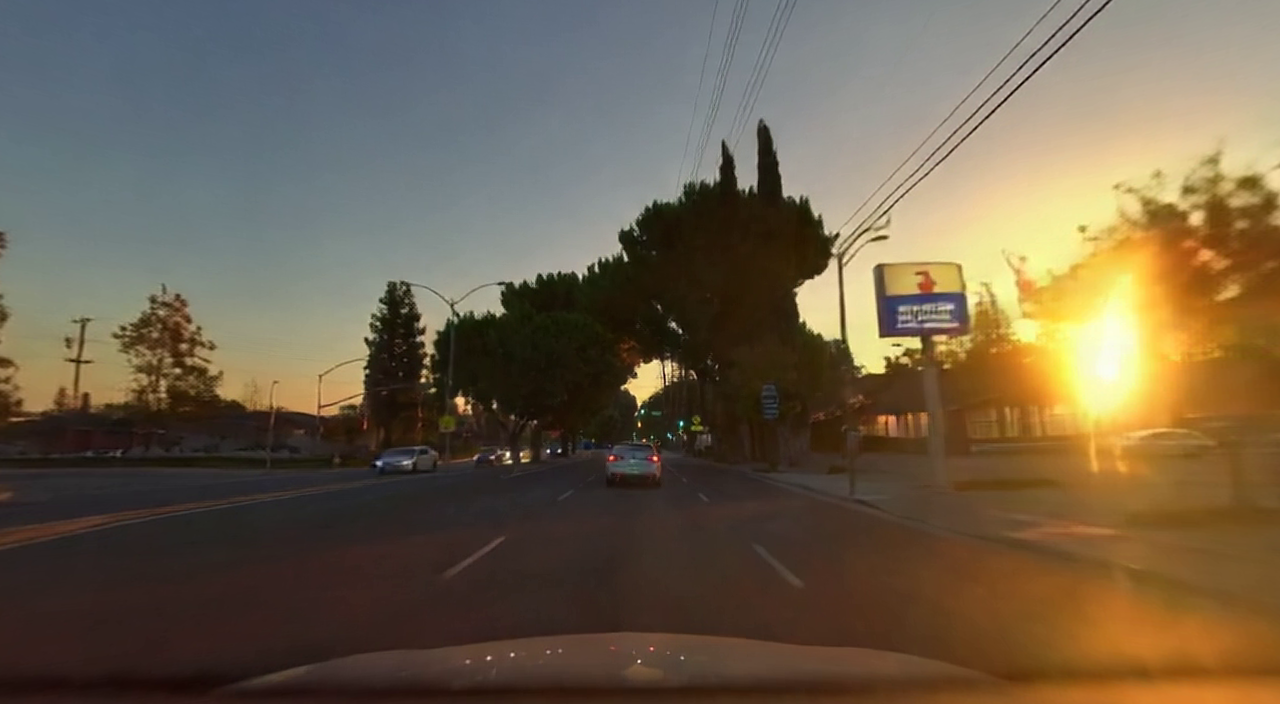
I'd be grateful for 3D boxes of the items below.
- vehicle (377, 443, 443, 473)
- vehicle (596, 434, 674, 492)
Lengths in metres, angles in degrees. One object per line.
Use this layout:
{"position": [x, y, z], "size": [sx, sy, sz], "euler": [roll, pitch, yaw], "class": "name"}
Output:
{"position": [-12.207, 5.635, 33.727], "size": [1.868, 1.516, 4.321], "euler": [0, -8, 1], "class": "vehicle"}
{"position": [-0.134, 3.253, 18.784], "size": [2.062, 1.519, 4.214], "euler": [0, -8, 0], "class": "vehicle"}
